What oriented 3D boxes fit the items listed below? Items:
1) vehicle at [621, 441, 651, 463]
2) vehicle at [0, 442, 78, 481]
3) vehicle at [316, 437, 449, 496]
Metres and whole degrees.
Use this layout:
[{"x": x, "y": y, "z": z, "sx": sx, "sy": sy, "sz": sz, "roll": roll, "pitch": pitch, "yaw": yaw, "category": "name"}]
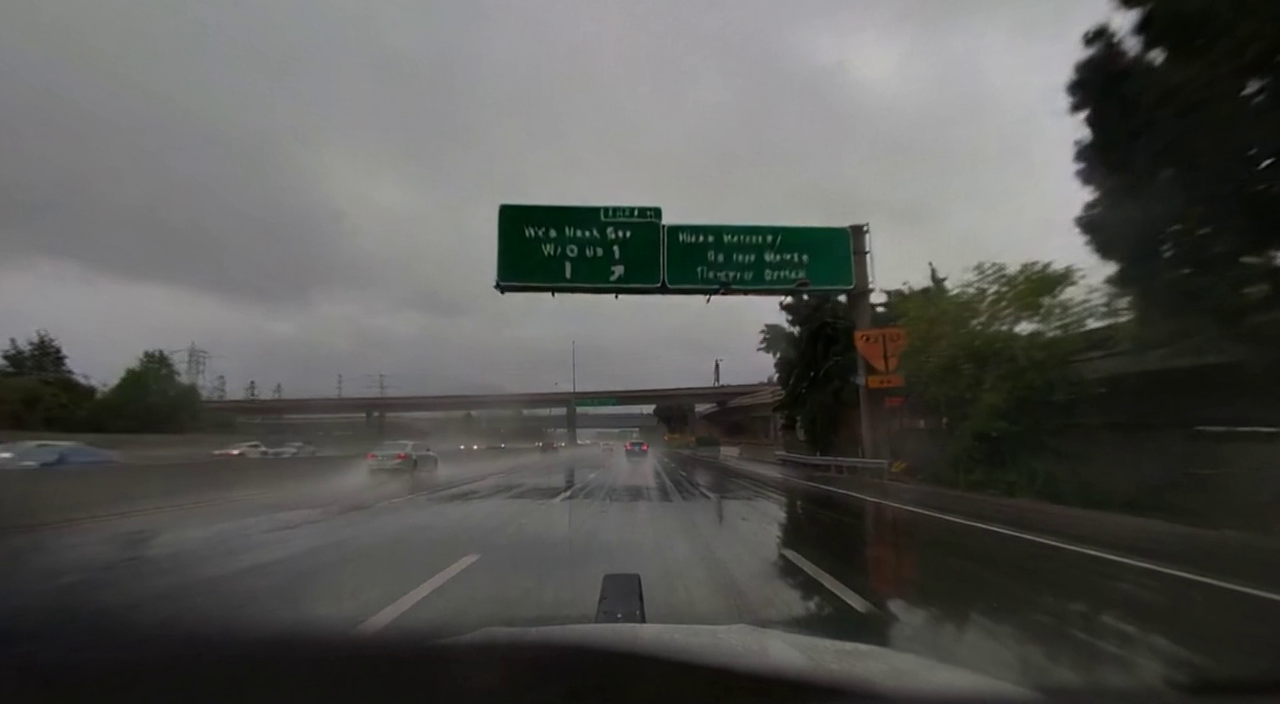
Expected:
[{"x": -0.318, "y": 7.403, "z": 46.968, "sx": 2.086, "sy": 1.472, "sz": 4.168, "roll": 0, "pitch": -8, "yaw": -1, "category": "vehicle"}, {"x": -28.444, "y": 4.943, "z": 28.616, "sx": 1.990, "sy": 1.650, "sz": 4.403, "roll": 0, "pitch": -9, "yaw": 0, "category": "vehicle"}, {"x": -7.370, "y": 3.316, "z": 18.737, "sx": 1.994, "sy": 1.487, "sz": 4.605, "roll": 0, "pitch": -8, "yaw": 0, "category": "vehicle"}]
